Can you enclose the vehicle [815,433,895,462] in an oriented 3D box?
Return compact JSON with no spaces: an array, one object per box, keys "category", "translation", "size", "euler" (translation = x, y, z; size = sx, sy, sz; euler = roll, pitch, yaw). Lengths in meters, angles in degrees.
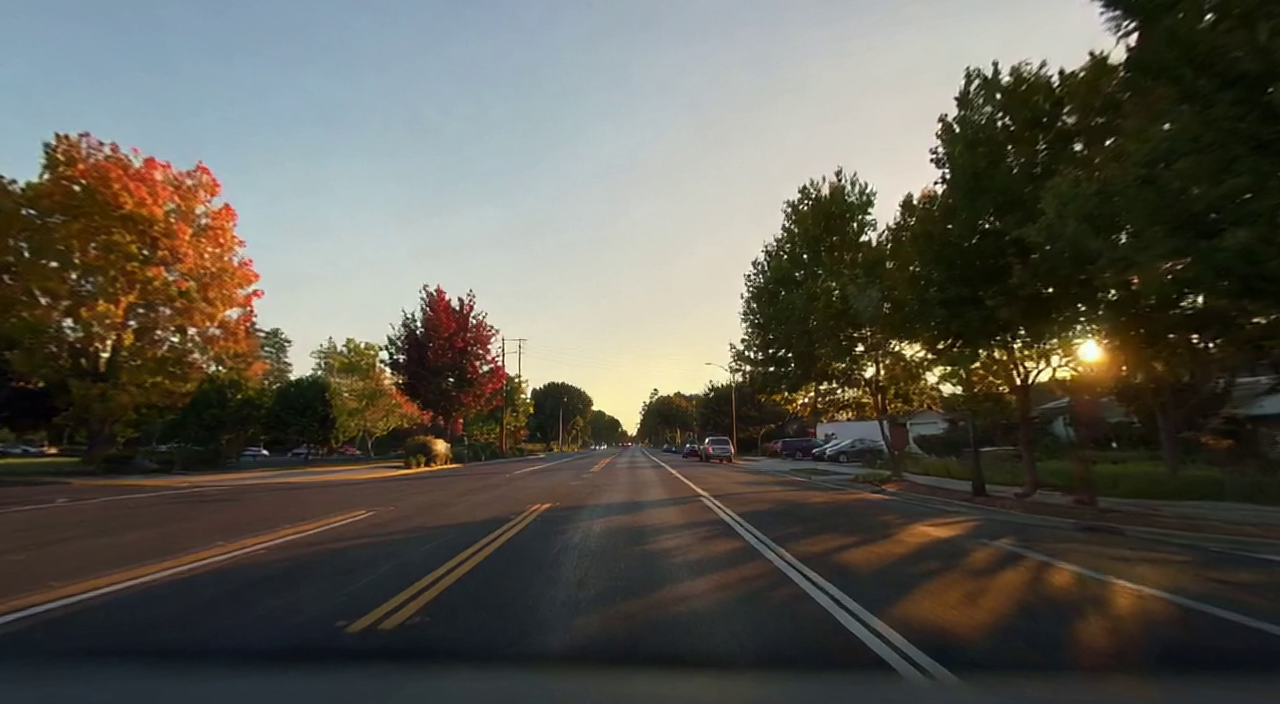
[{"category":"vehicle","translation":[14.352,6.424,42.359],"size":[4.637,1.842,2.016],"euler":[0,-9,2]}]
